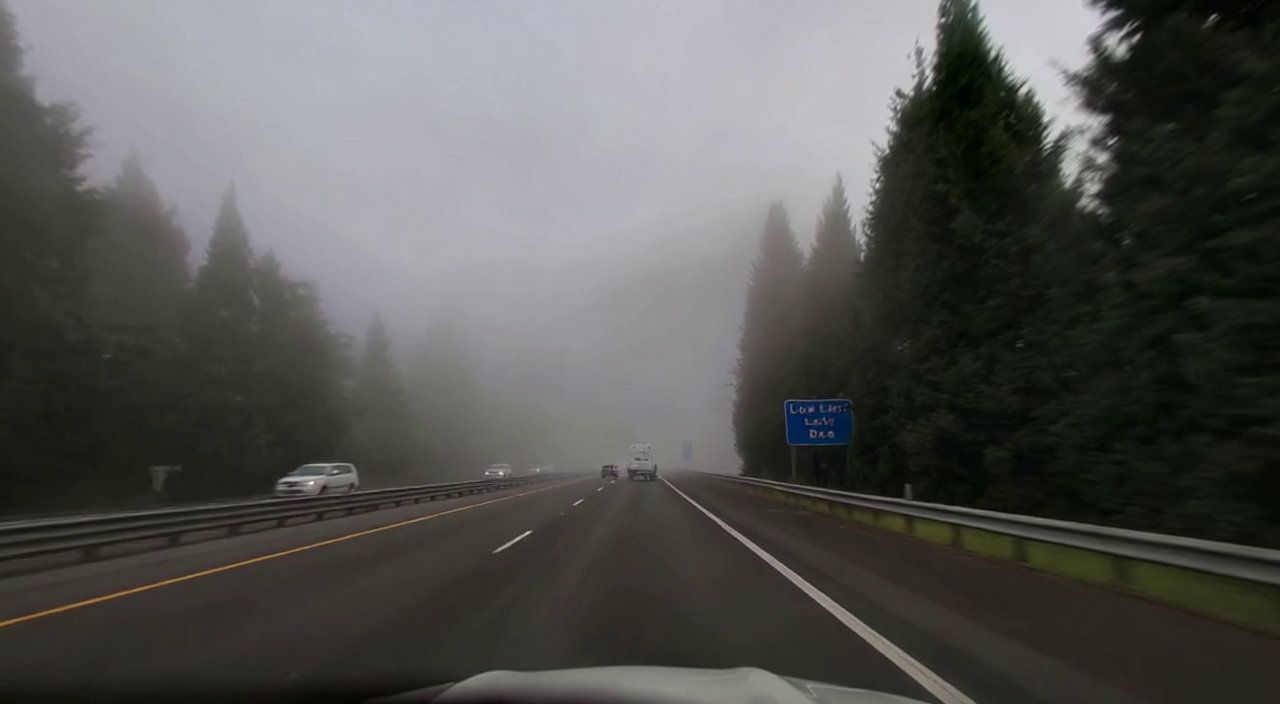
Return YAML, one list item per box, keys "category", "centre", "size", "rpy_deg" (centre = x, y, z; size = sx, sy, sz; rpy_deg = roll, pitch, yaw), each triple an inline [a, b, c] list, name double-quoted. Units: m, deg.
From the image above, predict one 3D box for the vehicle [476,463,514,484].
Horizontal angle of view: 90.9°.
- category: "vehicle"
  centre: [-11.319, 9.497, 49.306]
  size: [1.894, 1.469, 3.976]
  rpy_deg: [0, -10, 1]

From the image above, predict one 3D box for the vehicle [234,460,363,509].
- category: "vehicle"
  centre: [-11.703, 4.572, 21.988]
  size: [1.949, 1.474, 4.439]
  rpy_deg: [1, -10, 1]

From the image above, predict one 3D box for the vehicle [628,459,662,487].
- category: "vehicle"
  centre: [0.322, 7.778, 40.478]
  size: [2.048, 1.663, 4.377]
  rpy_deg: [1, -10, 0]
